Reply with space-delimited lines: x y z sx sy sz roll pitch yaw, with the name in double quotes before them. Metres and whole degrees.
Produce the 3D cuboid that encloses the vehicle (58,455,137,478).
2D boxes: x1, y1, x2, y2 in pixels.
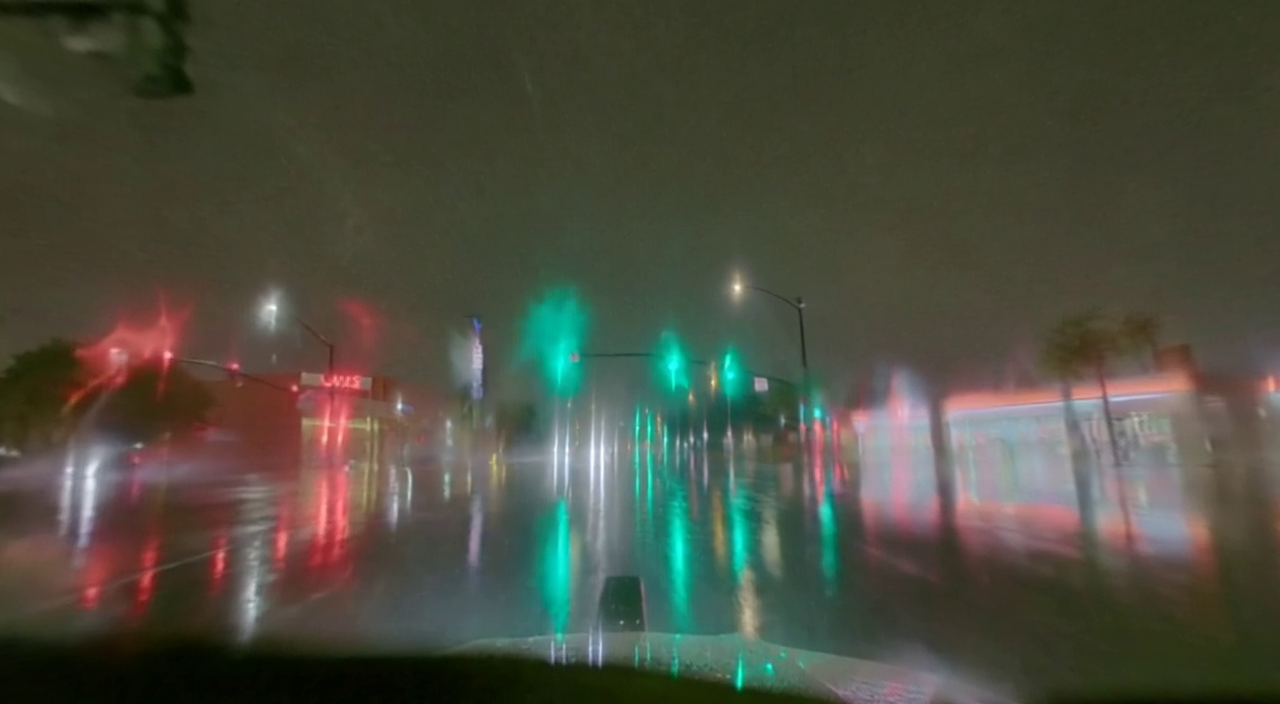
"vehicle" -38.044 8.008 44.330 4.249 1.483 1.890 -3 -8 12
